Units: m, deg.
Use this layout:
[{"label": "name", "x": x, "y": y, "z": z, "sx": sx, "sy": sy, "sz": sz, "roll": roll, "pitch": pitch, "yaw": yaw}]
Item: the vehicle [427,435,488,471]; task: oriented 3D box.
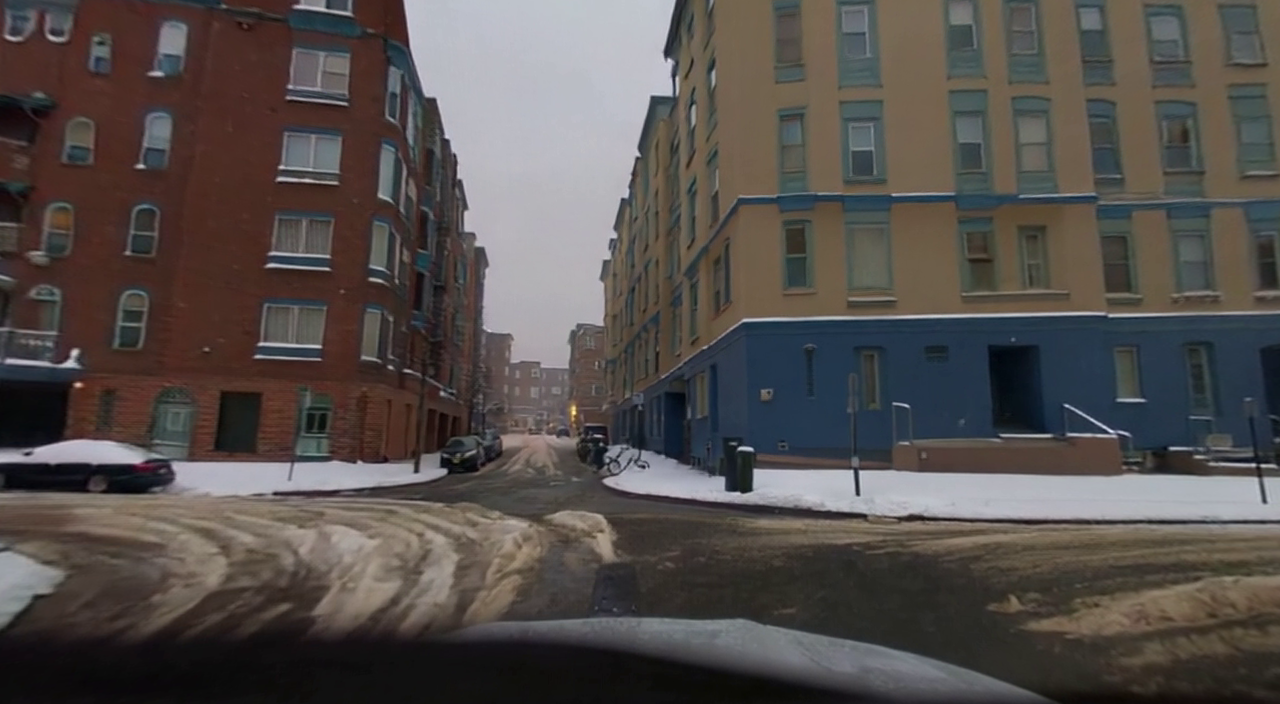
[{"label": "vehicle", "x": -7.910, "y": 4.392, "z": 27.603, "sx": 1.897, "sy": 1.431, "sz": 3.741, "roll": 1, "pitch": -8, "yaw": -6}]

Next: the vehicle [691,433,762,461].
[{"label": "vehicle", "x": 4.525, "y": 4.974, "z": 33.092, "sx": 3.404, "sy": 1.431, "sz": 1.641, "roll": 1, "pitch": -8, "yaw": -7}]

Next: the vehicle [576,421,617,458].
[{"label": "vehicle", "x": -2.646, "y": 5.191, "z": 37.359, "sx": 2.072, "sy": 2.074, "sz": 4.358, "roll": 1, "pitch": -8, "yaw": -9}]
